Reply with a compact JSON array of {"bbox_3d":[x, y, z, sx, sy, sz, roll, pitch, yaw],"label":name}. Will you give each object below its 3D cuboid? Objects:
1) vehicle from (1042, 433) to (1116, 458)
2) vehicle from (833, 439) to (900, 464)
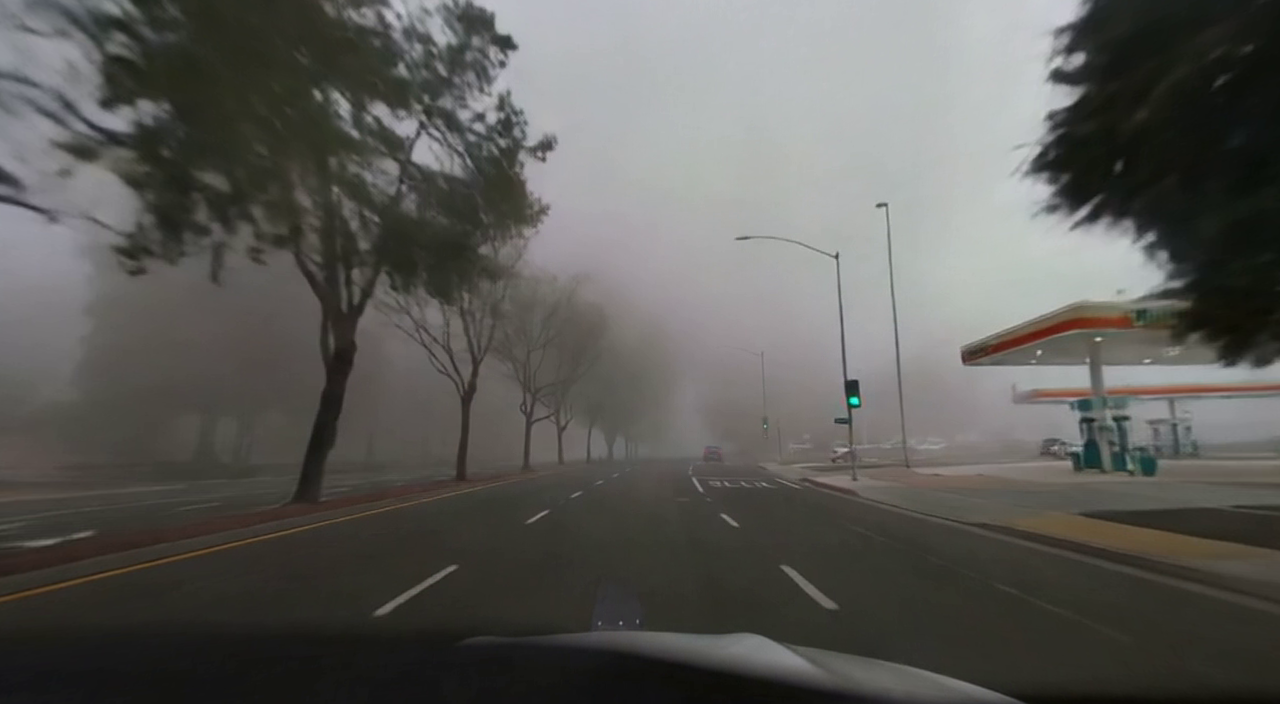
[{"bbox_3d":[33.053,7.053,47.712,2.045,1.778,4.517,0,-9,-5],"label":"vehicle"},{"bbox_3d":[15.361,6.755,42.736,4.744,1.475,2.008,9,-16,-39],"label":"vehicle"}]
